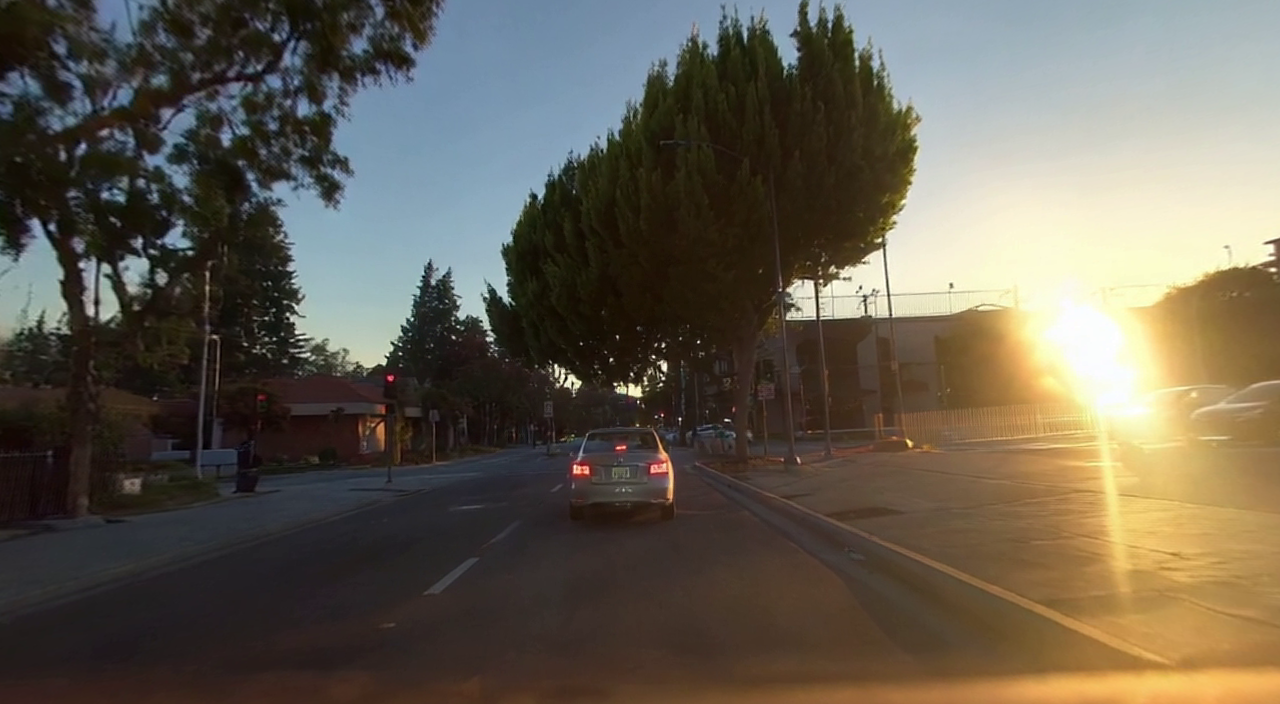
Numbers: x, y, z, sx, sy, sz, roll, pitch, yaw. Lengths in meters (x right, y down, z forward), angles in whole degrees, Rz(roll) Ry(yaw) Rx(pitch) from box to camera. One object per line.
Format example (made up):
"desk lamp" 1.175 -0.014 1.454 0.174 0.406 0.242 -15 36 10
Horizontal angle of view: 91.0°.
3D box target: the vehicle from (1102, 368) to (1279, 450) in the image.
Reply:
"vehicle" 14.458 1.473 15.718 4.104 1.886 1.939 -2 -8 9

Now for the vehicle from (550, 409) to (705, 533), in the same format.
"vehicle" -0.149 1.923 10.694 2.142 1.686 3.816 -1 -8 1
